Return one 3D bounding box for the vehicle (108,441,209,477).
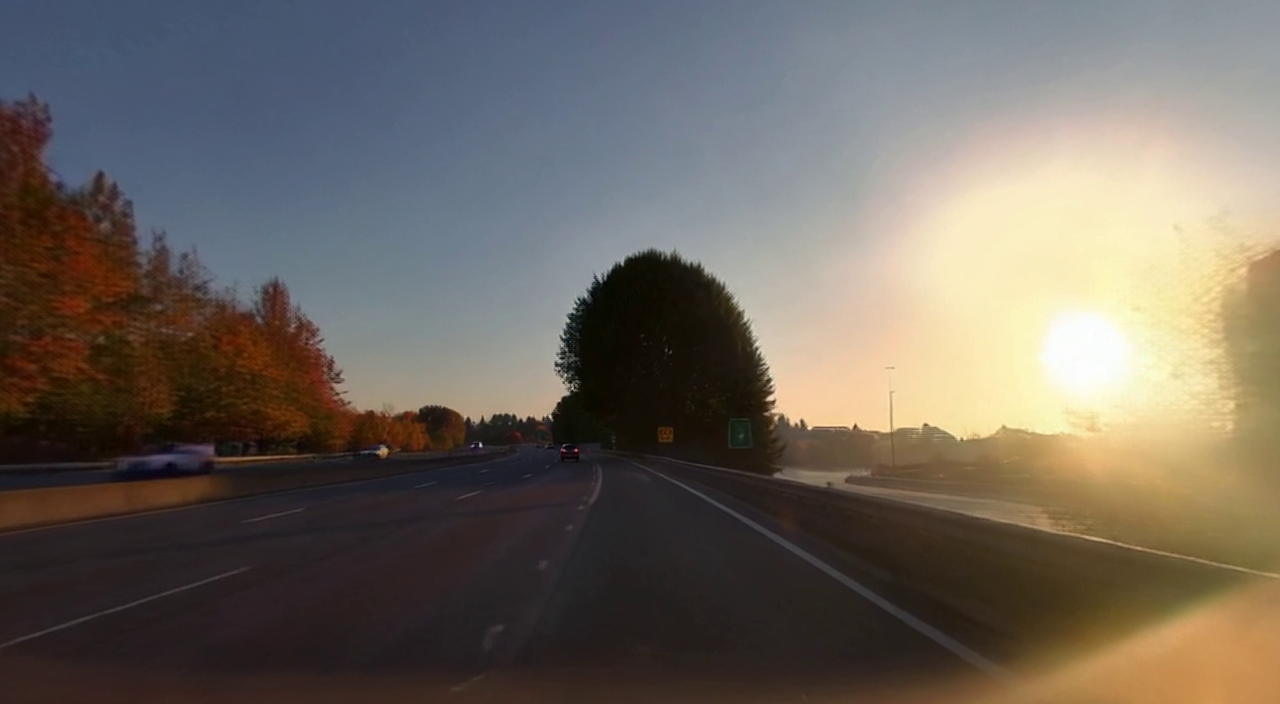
[{"bbox_3d":[-20.110,4.461,26.356,1.748,1.391,3.284,1,-8,-4],"label":"vehicle"}]

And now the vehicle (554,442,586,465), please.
[{"bbox_3d":[-5.283,7.699,47.706,2.248,1.619,3.848,0,-8,-4],"label":"vehicle"}]
